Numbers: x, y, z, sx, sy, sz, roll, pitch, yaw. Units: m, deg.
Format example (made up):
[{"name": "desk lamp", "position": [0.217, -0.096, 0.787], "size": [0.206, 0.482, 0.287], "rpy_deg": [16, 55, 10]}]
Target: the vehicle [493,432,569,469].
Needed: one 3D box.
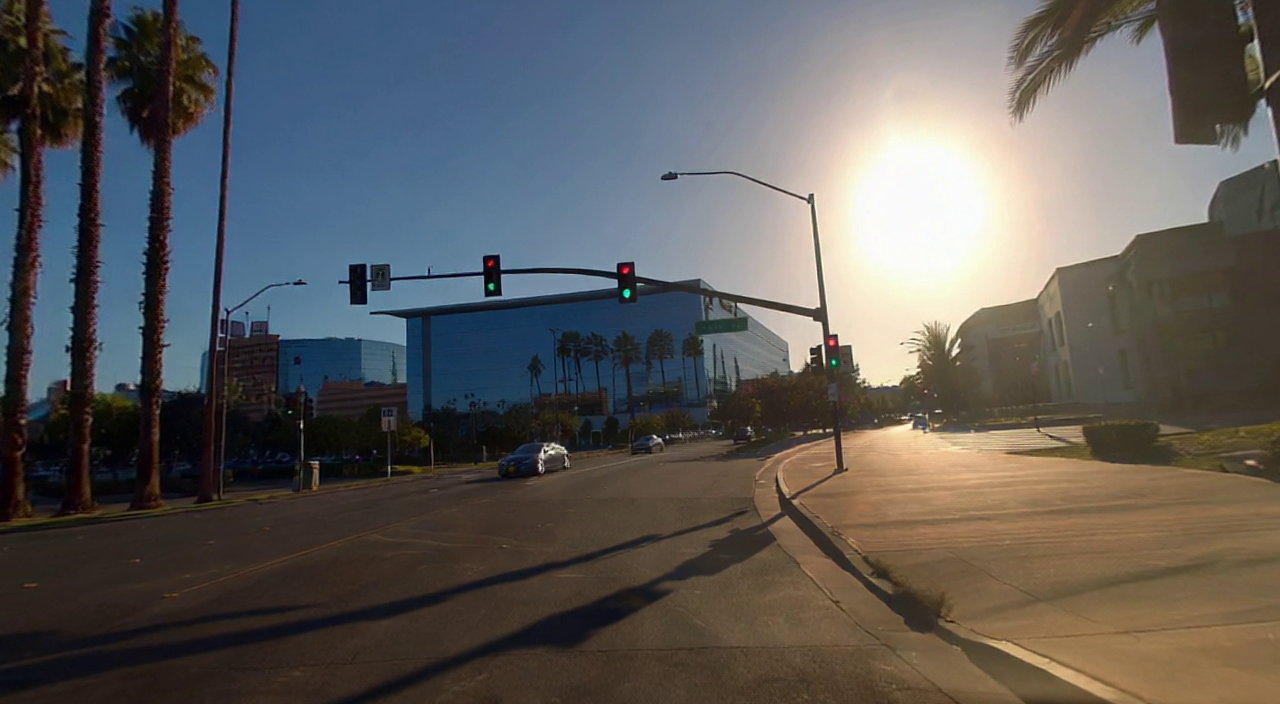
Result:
[{"name": "vehicle", "position": [-5.684, 5.235, 33.642], "size": [2.181, 1.792, 4.648], "rpy_deg": [-3, -9, 16]}]
